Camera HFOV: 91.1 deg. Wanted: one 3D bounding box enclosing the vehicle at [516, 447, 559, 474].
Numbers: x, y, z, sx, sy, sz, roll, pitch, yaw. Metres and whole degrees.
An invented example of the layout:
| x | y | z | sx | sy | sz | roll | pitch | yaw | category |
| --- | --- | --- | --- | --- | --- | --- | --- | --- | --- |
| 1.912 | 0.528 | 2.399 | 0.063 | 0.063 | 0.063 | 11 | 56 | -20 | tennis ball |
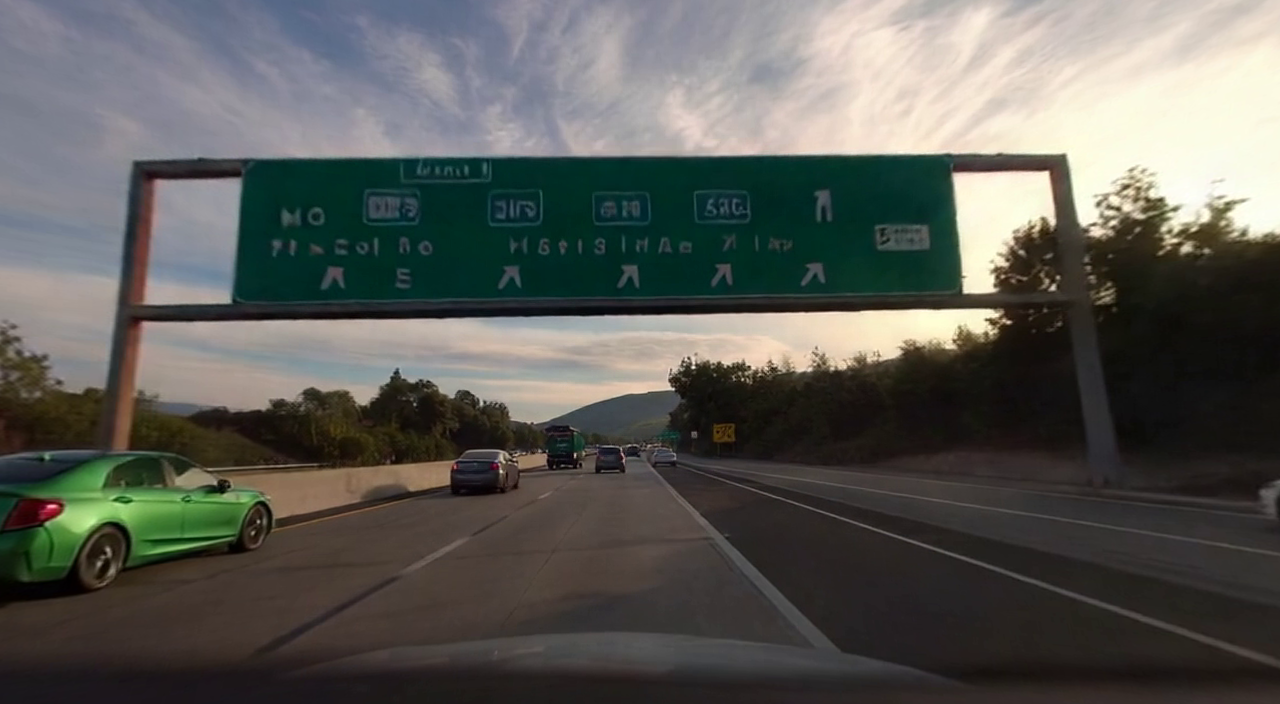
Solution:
| x | y | z | sx | sy | sz | roll | pitch | yaw | category |
| --- | --- | --- | --- | --- | --- | --- | --- | --- | --- |
| -5.874 | 6.266 | 36.484 | 1.814 | 1.417 | 3.860 | 0 | -9 | 0 | vehicle |

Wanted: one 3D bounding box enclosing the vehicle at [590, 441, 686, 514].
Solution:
| x | y | z | sx | sy | sz | roll | pitch | yaw | category |
| --- | --- | --- | --- | --- | --- | --- | --- | --- | --- |
| -0.072 | 2.825 | 14.538 | 1.940 | 1.451 | 3.512 | 0 | -9 | -1 | vehicle |

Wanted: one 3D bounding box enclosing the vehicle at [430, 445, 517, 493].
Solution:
| x | y | z | sx | sy | sz | roll | pitch | yaw | category |
| --- | --- | --- | --- | --- | --- | --- | --- | --- | --- |
| -5.615 | 3.982 | 21.812 | 1.892 | 1.481 | 4.180 | 0 | -9 | 0 | vehicle |

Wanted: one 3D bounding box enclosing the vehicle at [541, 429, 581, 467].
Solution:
| x | y | z | sx | sy | sz | roll | pitch | yaw | category |
| --- | --- | --- | --- | --- | --- | --- | --- | --- | --- |
| -6.171 | 7.633 | 49.833 | 2.326 | 2.789 | 5.971 | 0 | -9 | 0 | vehicle |

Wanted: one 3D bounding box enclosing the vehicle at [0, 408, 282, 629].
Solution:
| x | y | z | sx | sy | sz | roll | pitch | yaw | category |
| --- | --- | --- | --- | --- | --- | --- | --- | --- | --- |
| -5.821 | 1.495 | 6.314 | 2.058 | 1.626 | 4.118 | 0 | -9 | -1 | vehicle |
